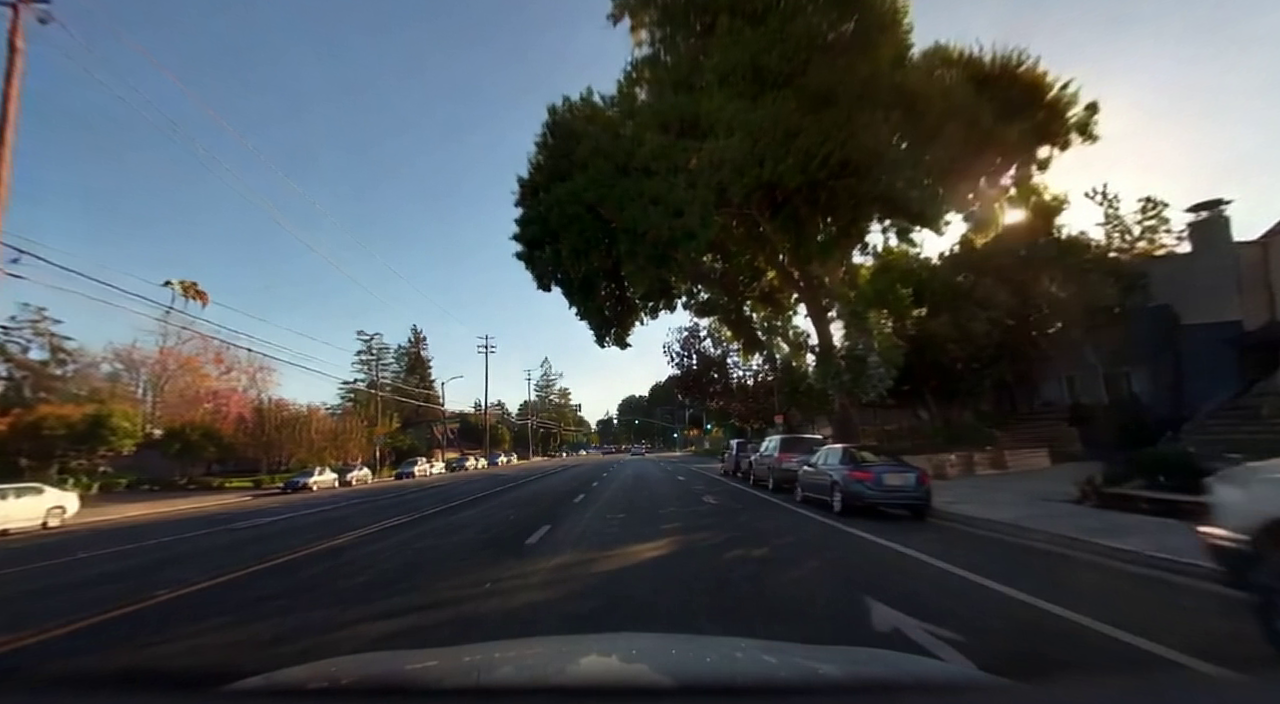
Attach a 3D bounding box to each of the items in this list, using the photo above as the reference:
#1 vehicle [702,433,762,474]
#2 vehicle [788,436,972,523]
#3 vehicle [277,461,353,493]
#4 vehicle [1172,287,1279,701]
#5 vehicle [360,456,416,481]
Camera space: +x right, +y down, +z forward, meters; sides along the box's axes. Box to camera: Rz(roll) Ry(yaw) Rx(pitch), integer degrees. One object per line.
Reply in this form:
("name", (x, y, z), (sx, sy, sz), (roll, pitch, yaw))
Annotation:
("vehicle", (4.387, 4.943, 30.929), (2.059, 1.783, 5.221), (0, -9, -1))
("vehicle", (4.599, 2.510, 13.087), (1.844, 1.426, 4.916), (0, -9, 0))
("vehicle", (-17.647, 6.770, 34.574), (1.811, 1.505, 4.507), (0, -9, -1))
("vehicle", (4.564, 0.362, 0.856), (2.438, 2.086, 5.821), (0, -9, -2))
("vehicle", (-17.799, 8.258, 44.878), (2.151, 1.560, 4.657), (0, -9, -1))
